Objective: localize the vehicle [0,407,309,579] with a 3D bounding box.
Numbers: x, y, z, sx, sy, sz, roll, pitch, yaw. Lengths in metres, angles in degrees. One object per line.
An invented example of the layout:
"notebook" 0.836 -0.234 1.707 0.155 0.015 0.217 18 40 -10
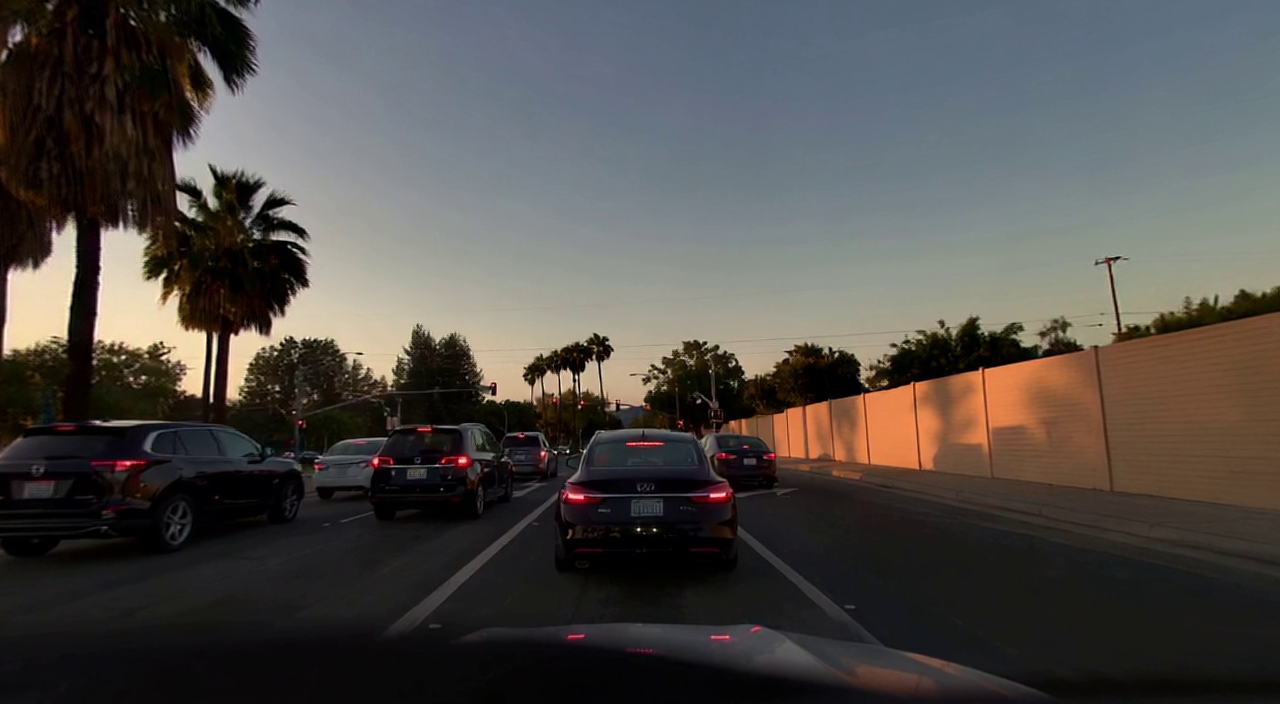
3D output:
"vehicle" -6.684 1.748 8.622 1.963 1.721 4.467 0 -8 -2

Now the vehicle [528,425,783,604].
"vehicle" 0.062 1.674 7.467 2.128 1.473 4.272 0 -8 -2

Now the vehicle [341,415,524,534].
"vehicle" -3.471 2.123 11.503 2.007 1.746 4.136 0 -8 -2
